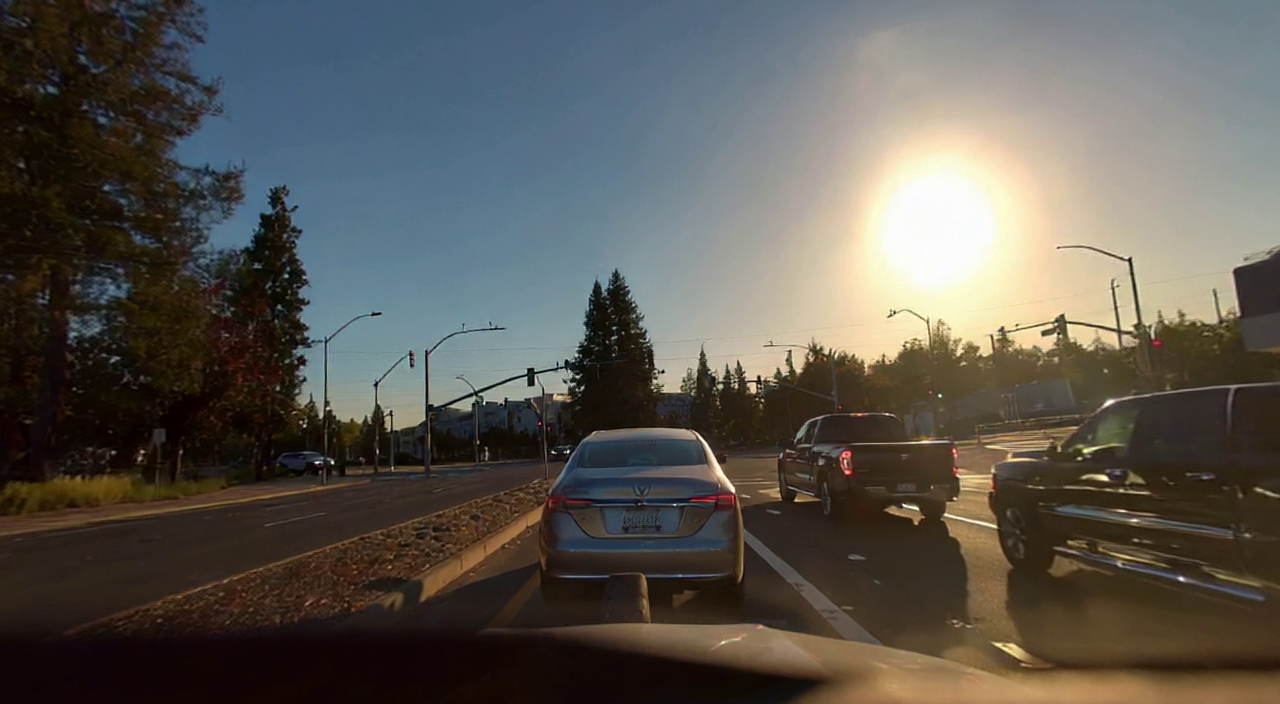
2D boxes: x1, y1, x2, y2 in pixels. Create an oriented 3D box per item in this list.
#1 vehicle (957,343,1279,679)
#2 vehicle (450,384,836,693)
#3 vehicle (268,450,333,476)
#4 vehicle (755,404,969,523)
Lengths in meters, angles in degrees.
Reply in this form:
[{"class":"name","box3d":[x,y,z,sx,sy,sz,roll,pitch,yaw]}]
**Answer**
[{"class":"vehicle","box3d":[4.490,1.019,4.541,2.019,1.803,4.634,-1,-8,1]},{"class":"vehicle","box3d":[-0.014,1.311,5.526,2.116,1.677,3.948,0,-8,-1]},{"class":"vehicle","box3d":[-24.056,7.841,44.892,1.798,1.706,4.385,-1,-8,6]},{"class":"vehicle","box3d":[4.179,2.239,13.266,2.319,1.930,5.651,0,-8,-1]}]
